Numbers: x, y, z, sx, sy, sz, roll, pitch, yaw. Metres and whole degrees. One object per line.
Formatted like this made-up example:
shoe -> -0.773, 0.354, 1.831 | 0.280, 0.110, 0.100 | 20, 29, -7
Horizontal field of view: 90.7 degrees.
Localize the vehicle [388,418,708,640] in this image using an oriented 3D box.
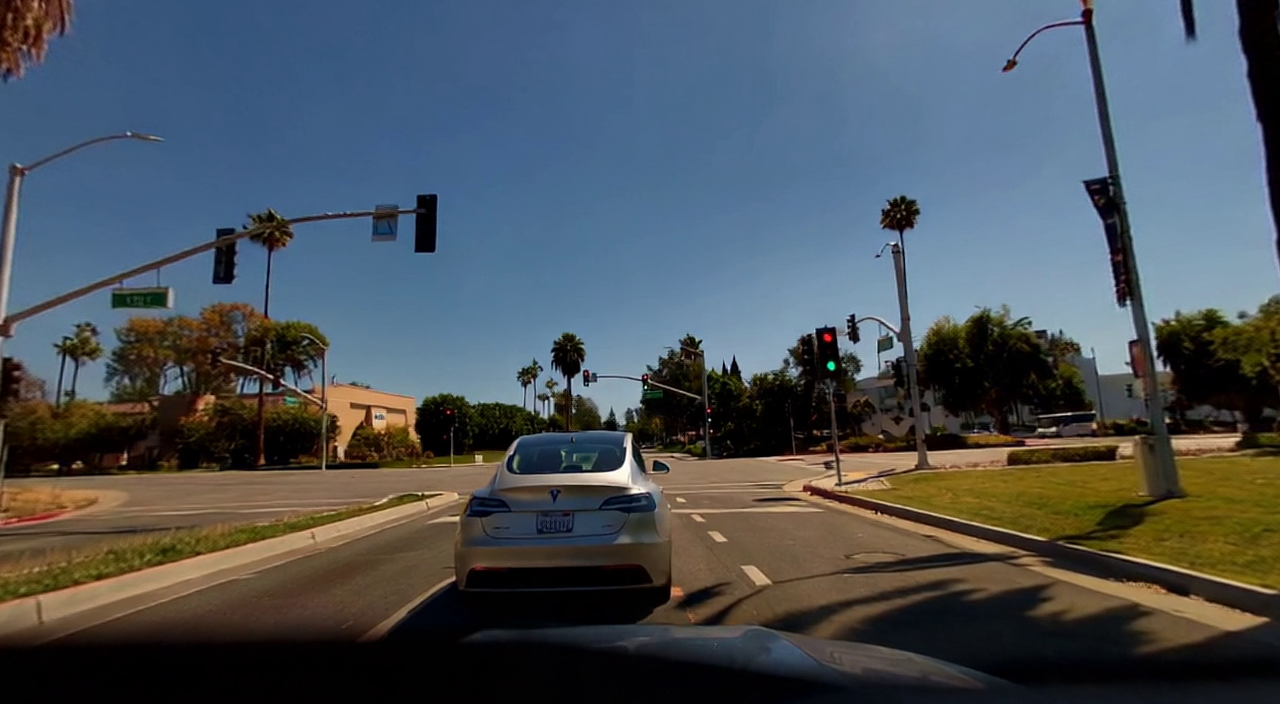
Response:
vehicle -> -0.652, 1.514, 6.464 | 2.152, 1.478, 4.229 | 0, -8, -1
